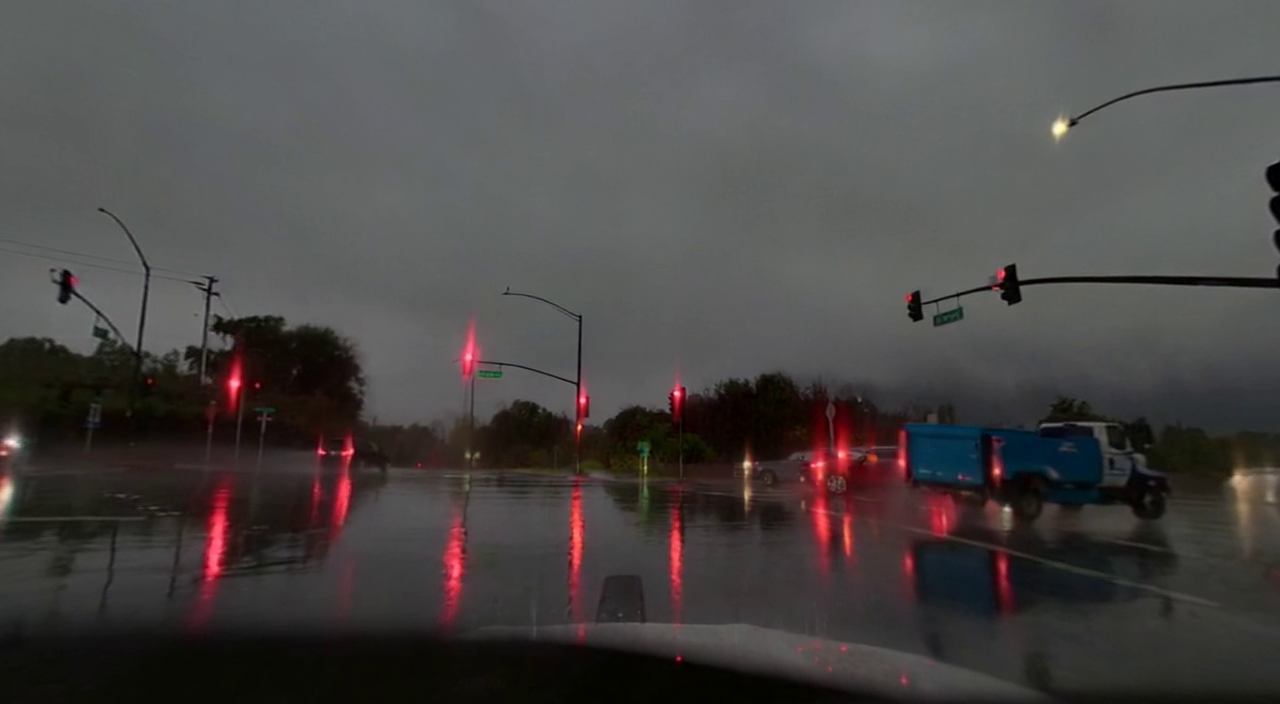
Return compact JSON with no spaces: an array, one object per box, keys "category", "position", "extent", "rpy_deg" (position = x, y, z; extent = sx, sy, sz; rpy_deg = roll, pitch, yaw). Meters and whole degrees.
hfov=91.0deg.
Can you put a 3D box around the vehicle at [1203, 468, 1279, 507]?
[{"category":"vehicle","position":[26.406,5.609,26.163],"extent":[4.322,1.522,1.795],"rpy_deg":[1,-9,-4]}]

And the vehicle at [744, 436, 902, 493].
[{"category":"vehicle","position":[7.107,4.406,24.841],"extent":[5.535,1.896,2.170],"rpy_deg":[3,-9,-6]}]

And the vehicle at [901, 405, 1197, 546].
[{"category":"vehicle","position":[8.880,2.538,13.629],"extent":[5.978,2.400,2.851],"rpy_deg":[5,-10,-30]}]

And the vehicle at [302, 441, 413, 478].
[{"category":"vehicle","position":[-12.907,4.923,29.156],"extent":[1.964,1.525,4.750],"rpy_deg":[-2,-9,17]}]
